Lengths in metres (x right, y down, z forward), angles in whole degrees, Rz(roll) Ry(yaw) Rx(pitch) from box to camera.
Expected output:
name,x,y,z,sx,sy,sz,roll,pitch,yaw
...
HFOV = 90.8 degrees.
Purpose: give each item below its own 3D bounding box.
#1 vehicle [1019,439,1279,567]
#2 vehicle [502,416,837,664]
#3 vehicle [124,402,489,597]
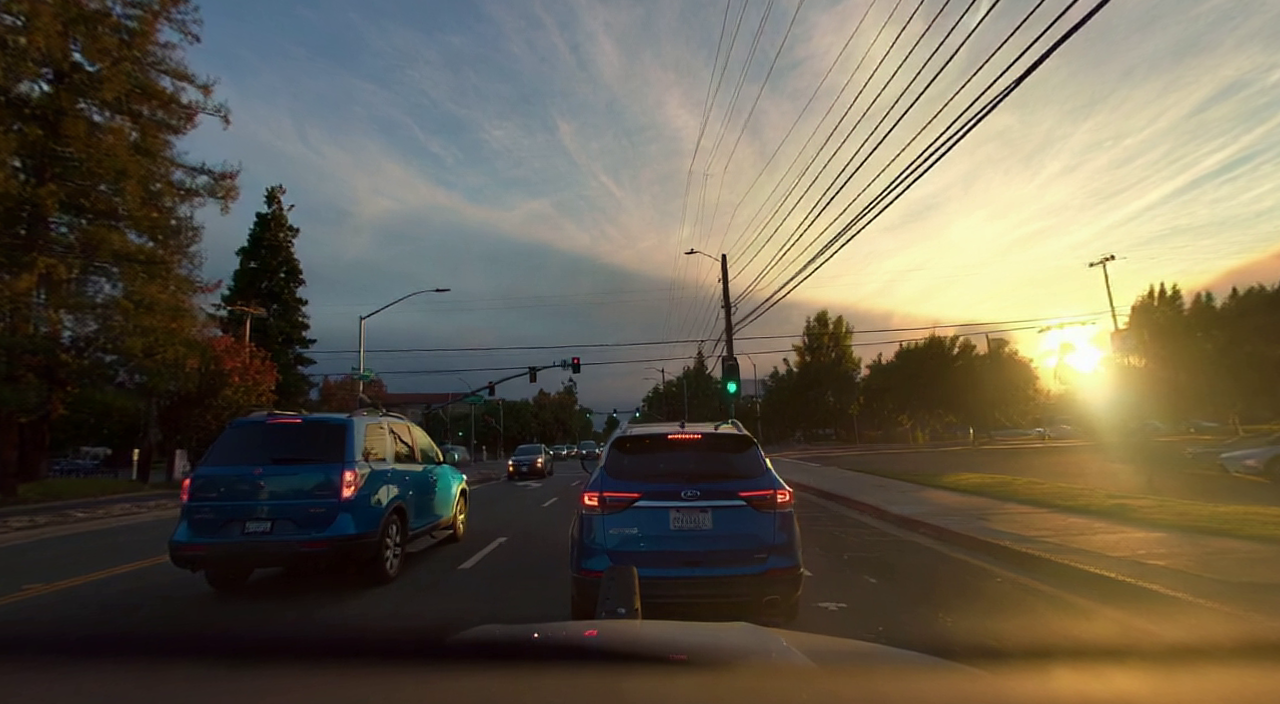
name,x,y,z,sx,sy,sz,roll,pitch,yaw
vehicle,8.388,2.160,9.925,1.993,1.508,4.521,0,-9,-1
vehicle,0.116,1.450,5.946,2.056,1.487,4.003,0,-9,-2
vehicle,-3.470,1.628,7.812,2.105,1.706,4.337,0,-9,0
